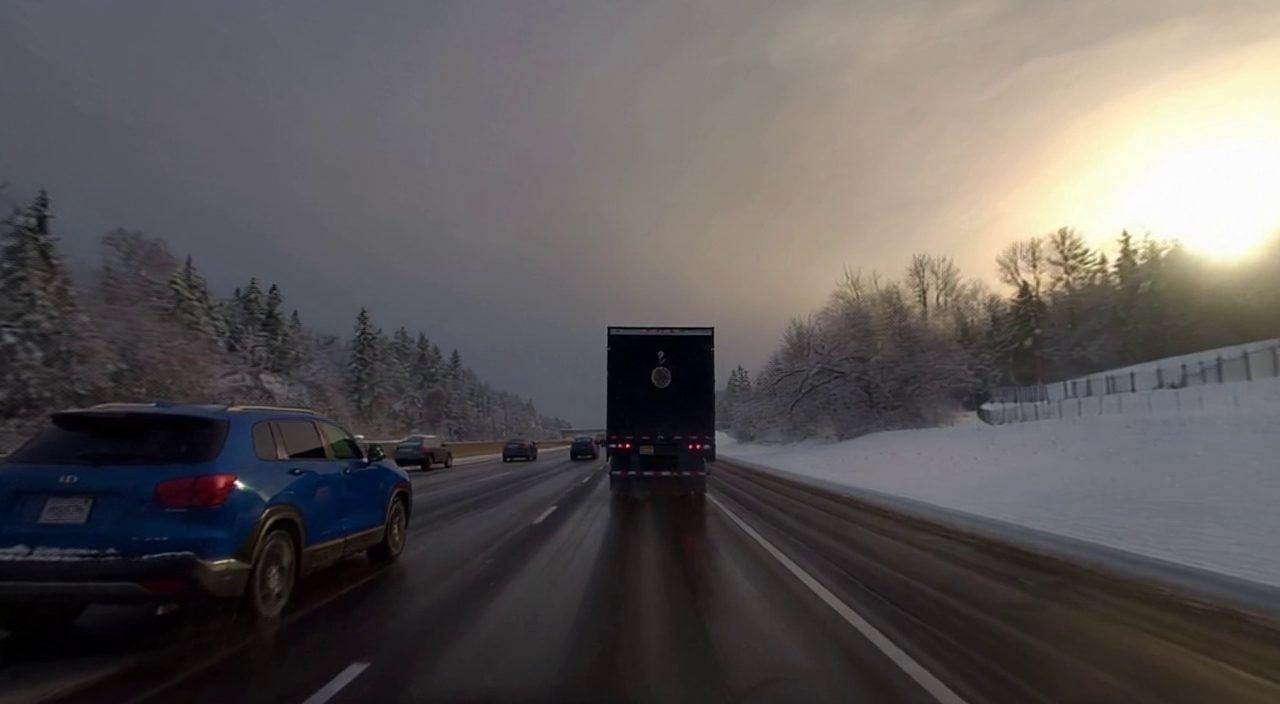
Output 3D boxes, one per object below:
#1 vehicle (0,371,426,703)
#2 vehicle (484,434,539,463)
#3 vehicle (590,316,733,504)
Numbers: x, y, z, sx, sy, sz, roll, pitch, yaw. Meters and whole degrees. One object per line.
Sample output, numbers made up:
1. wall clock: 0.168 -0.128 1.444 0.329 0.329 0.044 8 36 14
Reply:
1. vehicle: -3.636 1.244 5.341 2.077 1.671 4.249 0 -8 1
2. vehicle: -6.781 5.169 33.772 1.882 1.451 4.416 0 -8 1
3. vehicle: 0.480 1.927 18.156 2.870 3.841 10.653 0 -8 1
